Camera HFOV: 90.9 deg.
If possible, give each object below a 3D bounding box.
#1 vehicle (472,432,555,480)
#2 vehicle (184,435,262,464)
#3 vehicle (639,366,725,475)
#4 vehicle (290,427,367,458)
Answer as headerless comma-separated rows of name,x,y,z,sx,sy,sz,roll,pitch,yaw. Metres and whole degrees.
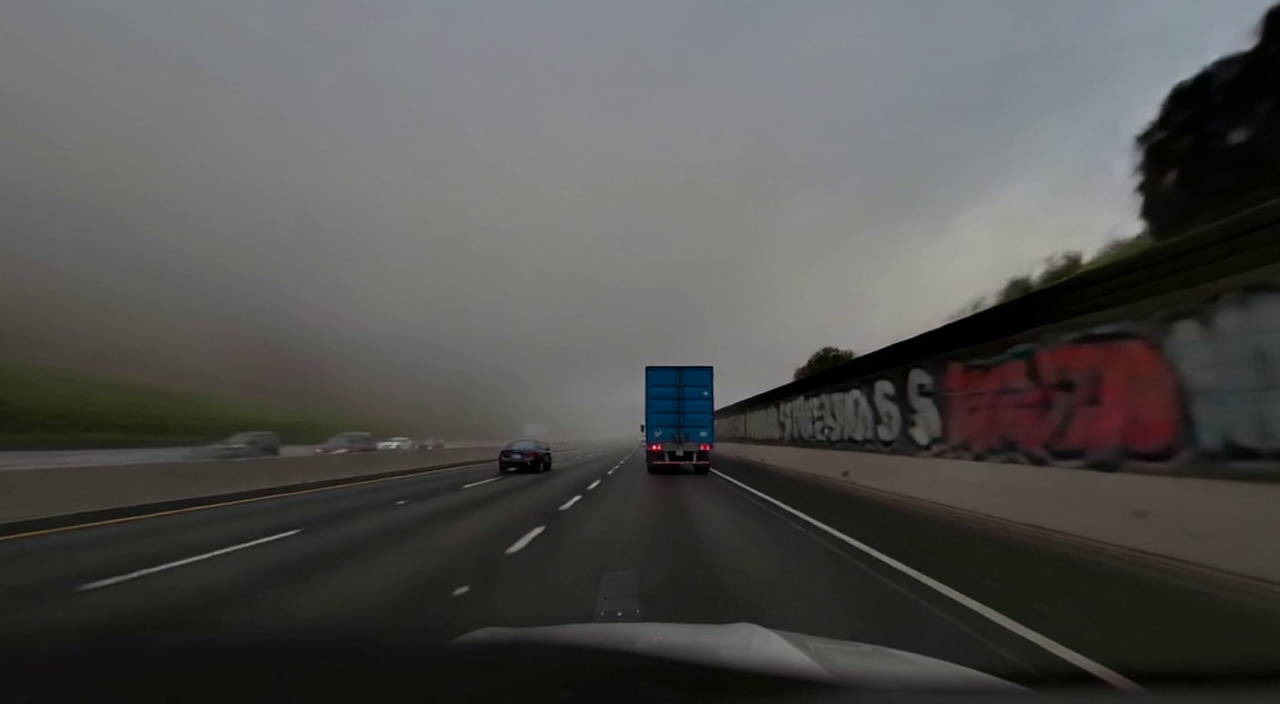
vehicle,-4.470,3.731,23.034,1.982,1.535,4.519,0,-8,2
vehicle,-21.396,5.003,32.501,1.626,1.381,3.464,0,-8,-1
vehicle,1.448,3.081,27.289,2.921,3.765,10.773,0,-8,0
vehicle,-17.860,5.208,36.413,2.020,1.712,4.580,0,-8,1
